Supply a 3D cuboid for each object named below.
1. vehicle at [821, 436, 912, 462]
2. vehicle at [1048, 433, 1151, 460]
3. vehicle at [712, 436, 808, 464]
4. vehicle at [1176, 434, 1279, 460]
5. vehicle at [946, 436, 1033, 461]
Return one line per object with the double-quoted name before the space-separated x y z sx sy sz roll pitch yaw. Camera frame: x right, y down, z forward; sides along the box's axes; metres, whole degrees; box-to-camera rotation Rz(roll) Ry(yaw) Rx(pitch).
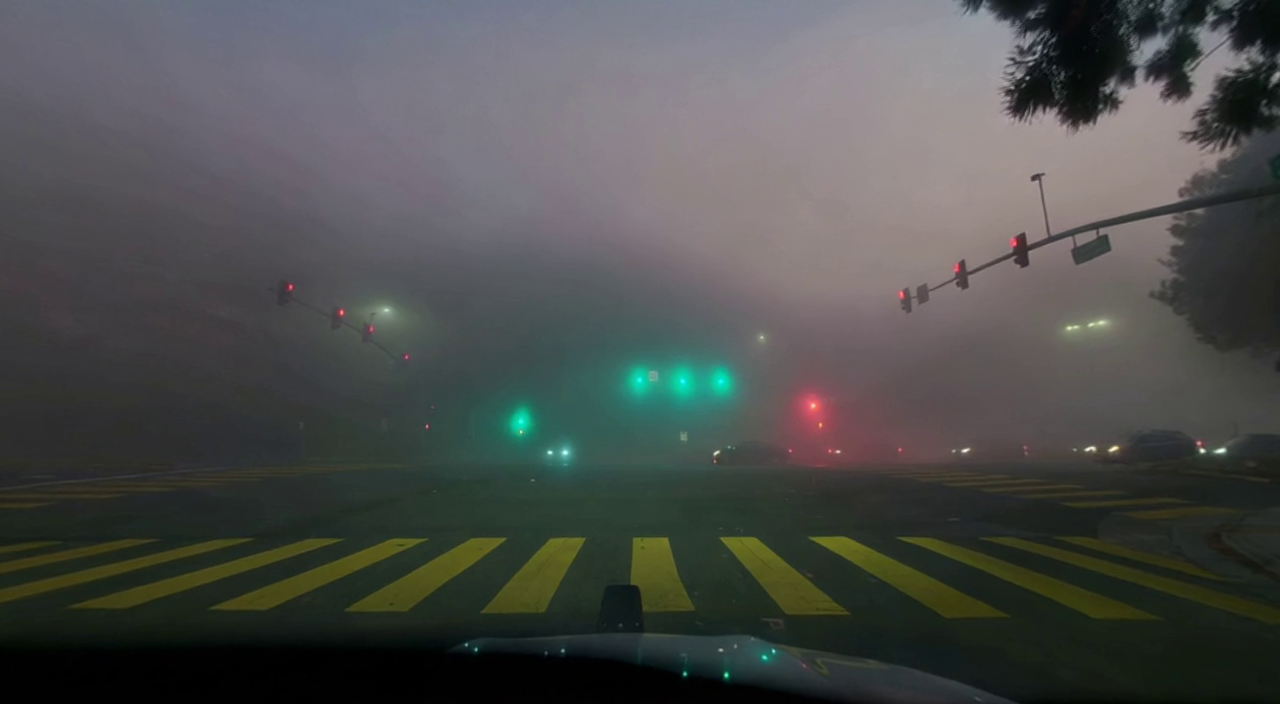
"vehicle" 13.187 5.659 36.975 4.631 1.435 1.715 0 -9 0
"vehicle" 26.545 5.498 36.593 4.519 1.476 1.767 0 -9 1
"vehicle" 6.248 5.157 33.226 4.629 1.423 1.833 0 -9 0
"vehicle" 34.431 5.504 36.720 4.724 1.452 1.870 0 -9 0
"vehicle" 22.081 6.110 40.033 4.443 1.472 1.794 0 -9 1
